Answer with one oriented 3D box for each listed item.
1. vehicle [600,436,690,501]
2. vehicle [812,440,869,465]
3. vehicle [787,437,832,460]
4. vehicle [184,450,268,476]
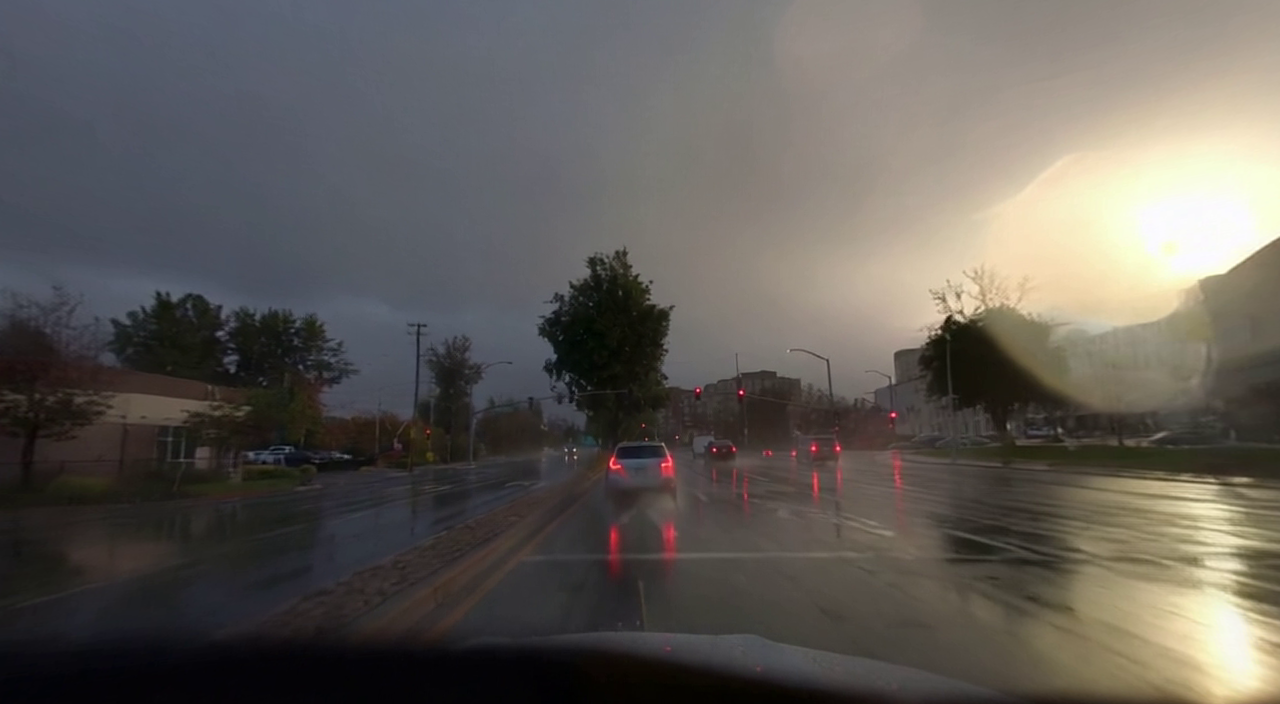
[{"bbox_3d":[0.083,2.972,16.521,2.064,1.477,3.968,0,-8,-1],"label":"vehicle"},{"bbox_3d":[12.757,6.405,40.470,2.059,1.482,4.568,0,-8,-1],"label":"vehicle"},{"bbox_3d":[13.294,7.597,49.864,1.981,1.746,5.375,0,-8,0],"label":"vehicle"},{"bbox_3d":[-31.403,8.396,48.026,2.114,1.809,4.758,-6,-11,37],"label":"vehicle"}]
